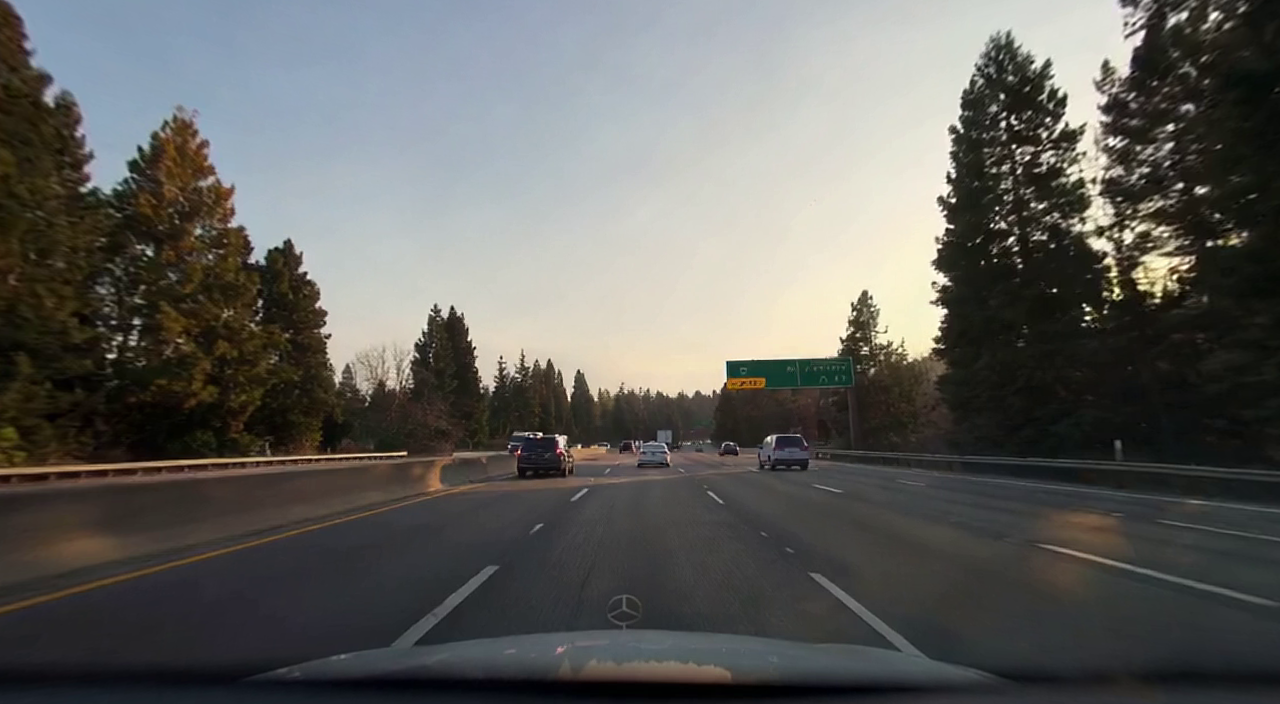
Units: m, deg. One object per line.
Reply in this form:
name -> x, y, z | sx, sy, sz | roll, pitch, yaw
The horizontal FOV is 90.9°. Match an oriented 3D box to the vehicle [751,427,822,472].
vehicle -> 6.826, 4.632, 30.011 | 2.094, 1.916, 5.099 | 0, -9, 0

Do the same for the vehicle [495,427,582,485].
vehicle -> -3.259, 3.485, 21.296 | 2.140, 1.720, 4.410 | 0, -9, 1

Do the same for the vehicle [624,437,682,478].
vehicle -> 0.490, 4.105, 24.776 | 2.071, 1.464, 4.162 | 0, -9, 0
